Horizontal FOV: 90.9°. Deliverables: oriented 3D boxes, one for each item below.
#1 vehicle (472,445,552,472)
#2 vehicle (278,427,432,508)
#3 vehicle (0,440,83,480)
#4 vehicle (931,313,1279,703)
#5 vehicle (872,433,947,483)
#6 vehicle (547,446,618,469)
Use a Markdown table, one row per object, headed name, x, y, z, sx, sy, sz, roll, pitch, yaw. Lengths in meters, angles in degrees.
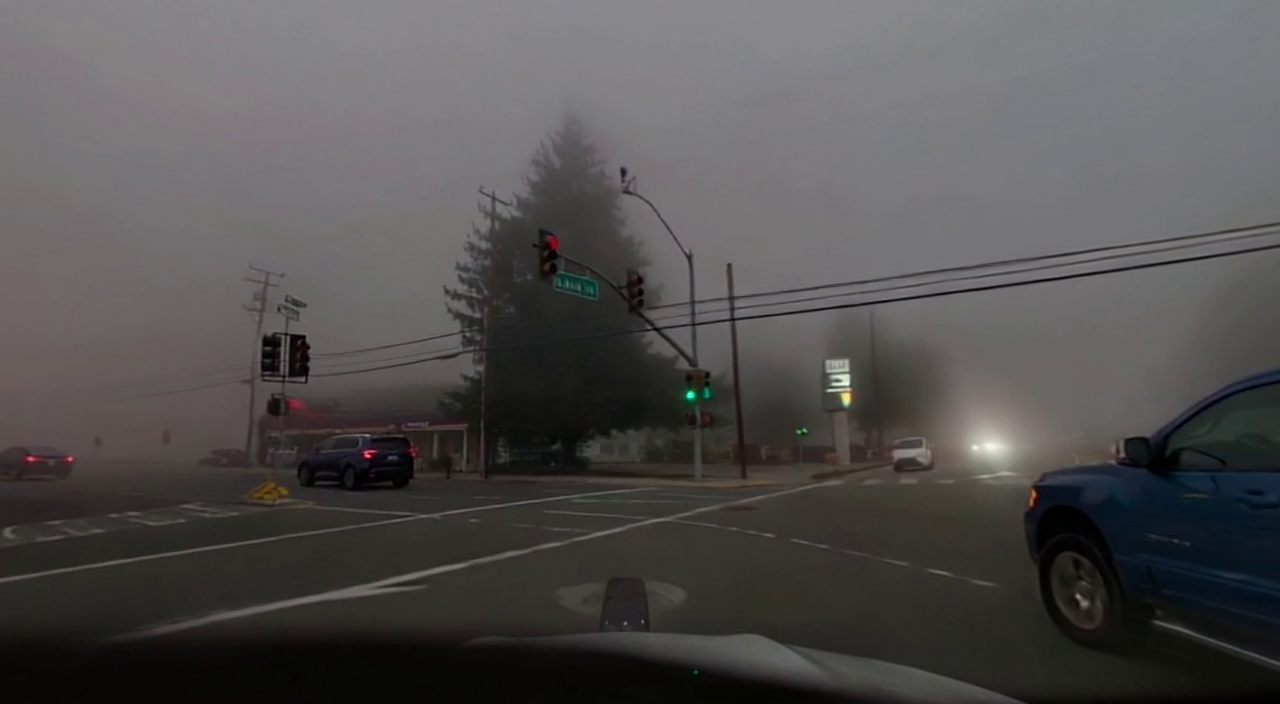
| name | x | y | z | sx | sy | sz | roll | pitch | yaw |
| --- | --- | --- | --- | --- | --- | --- | --- | --- | --- |
| vehicle | -7.937 | 6.603 | 39.420 | 1.913 | 1.480 | 4.661 | -7 | -10 | 42 |
| vehicle | -7.780 | 2.983 | 16.959 | 2.141 | 1.842 | 4.889 | 7 | -11 | -43 |
| vehicle | -28.377 | 4.996 | 29.486 | 4.498 | 1.725 | 1.921 | -4 | -9 | 29 |
| vehicle | 3.760 | 0.787 | 2.991 | 2.036 | 1.818 | 5.192 | 0 | -8 | -3 |
| vehicle | 11.805 | 4.508 | 27.350 | 2.303 | 1.895 | 5.301 | -4 | -9 | 29 |
| vehicle | -3.870 | 7.106 | 42.702 | 4.495 | 1.399 | 1.715 | 5 | -9 | -31 |
